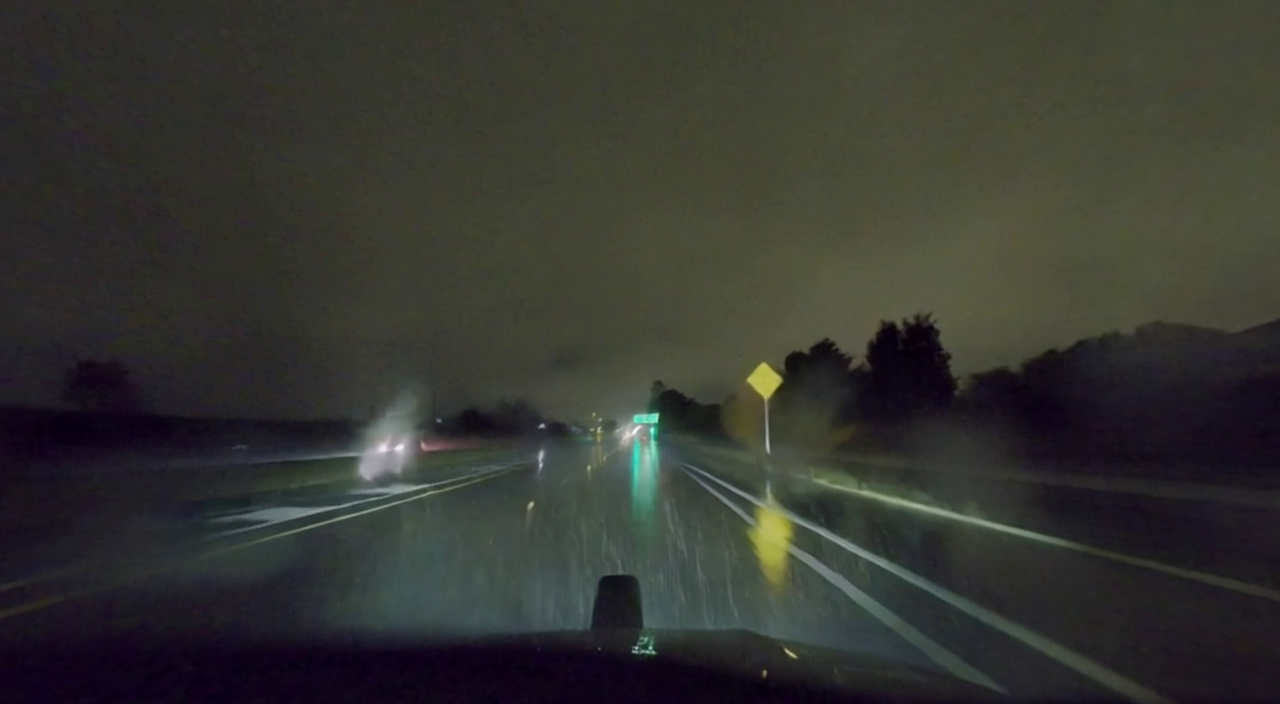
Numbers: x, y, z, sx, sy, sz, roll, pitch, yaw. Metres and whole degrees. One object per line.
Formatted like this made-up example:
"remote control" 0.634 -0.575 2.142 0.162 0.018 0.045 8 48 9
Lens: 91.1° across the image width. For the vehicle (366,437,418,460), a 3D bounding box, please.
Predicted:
"vehicle" -17.207 6.698 43.795 1.867 1.511 4.116 0 -8 1
